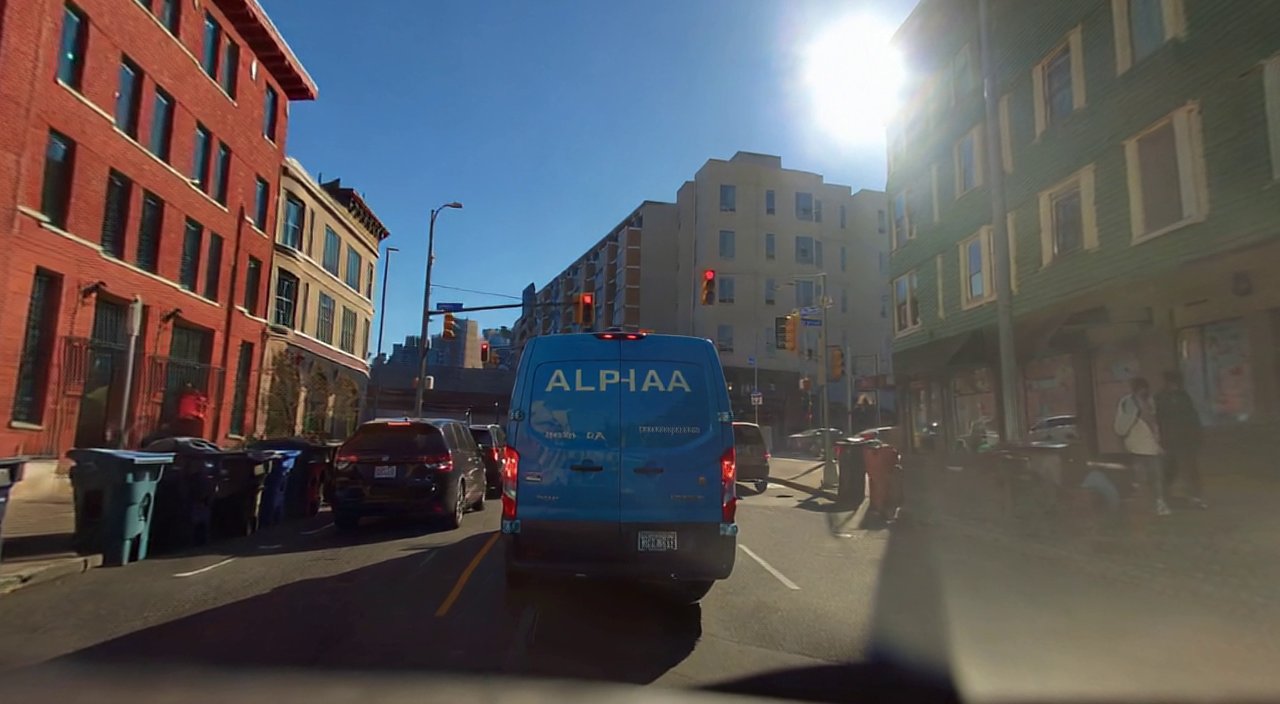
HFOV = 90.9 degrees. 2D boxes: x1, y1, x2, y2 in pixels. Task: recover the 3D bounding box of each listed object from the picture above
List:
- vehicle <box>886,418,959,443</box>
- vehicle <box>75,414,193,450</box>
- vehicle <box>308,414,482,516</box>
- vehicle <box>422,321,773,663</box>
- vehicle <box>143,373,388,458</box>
[{"bbox_3d":[16.002,4.456,35.723,3.381,1.391,1.529,1,-8,-9],"label":"vehicle"},{"bbox_3d":[-22.938,3.662,28.673,3.713,1.571,1.751,1,-8,-7],"label":"vehicle"},{"bbox_3d":[-3.970,1.861,10.870,1.841,1.461,3.426,1,-8,-5],"label":"vehicle"},{"bbox_3d":[-0.342,1.051,5.746,1.951,1.907,4.266,0,-8,-3],"label":"vehicle"},{"bbox_3d":[-15.110,2.685,26.157,8.088,3.213,2.801,1,-8,-11],"label":"vehicle"}]
